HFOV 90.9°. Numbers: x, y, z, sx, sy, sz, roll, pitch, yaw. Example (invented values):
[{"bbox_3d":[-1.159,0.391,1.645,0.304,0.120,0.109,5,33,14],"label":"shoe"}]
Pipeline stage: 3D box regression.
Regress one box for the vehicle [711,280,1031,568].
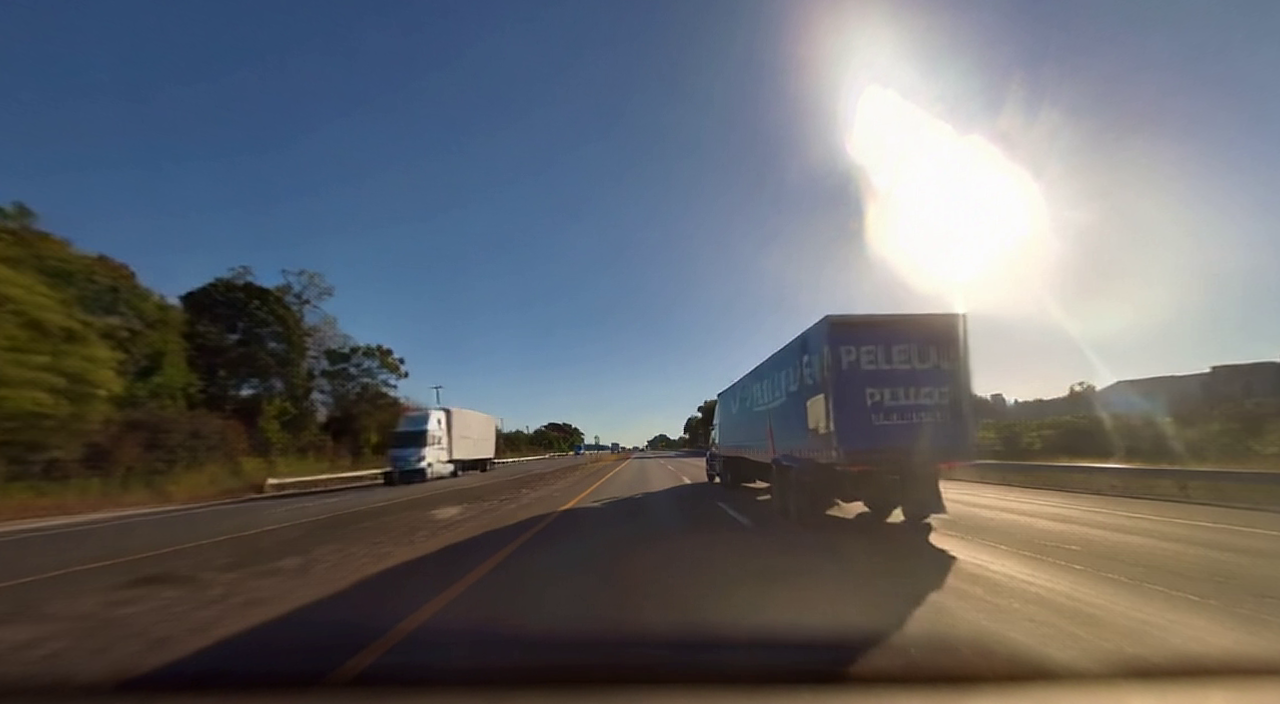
[{"bbox_3d":[4.054,1.943,15.481,3.341,4.269,12.252,0,-9,1],"label":"vehicle"}]
